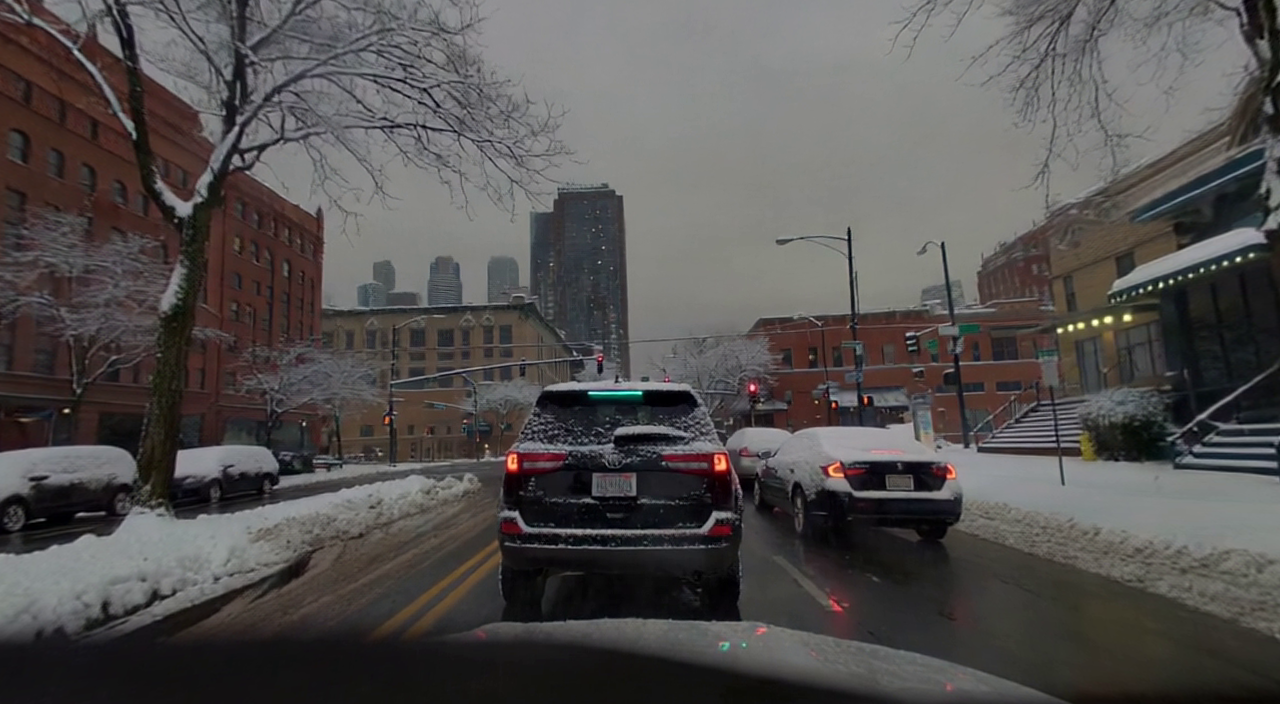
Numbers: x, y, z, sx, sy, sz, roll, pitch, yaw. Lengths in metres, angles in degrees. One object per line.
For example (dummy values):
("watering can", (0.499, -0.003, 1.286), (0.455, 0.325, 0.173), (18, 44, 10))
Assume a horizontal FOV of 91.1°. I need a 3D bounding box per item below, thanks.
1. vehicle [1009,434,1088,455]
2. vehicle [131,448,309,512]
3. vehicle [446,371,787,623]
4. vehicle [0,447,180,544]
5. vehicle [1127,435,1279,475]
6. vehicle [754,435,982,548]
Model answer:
("vehicle", (31.305, 7.098, 48.149), (5.224, 1.515, 2.164), (3, -9, -18))
("vehicle", (-12.460, 3.786, 19.134), (2.207, 1.648, 4.675), (0, -8, -1))
("vehicle", (-0.163, 1.361, 6.773), (2.453, 1.816, 4.300), (0, -8, 0))
("vehicle", (-12.533, 2.915, 13.468), (1.891, 1.723, 4.360), (0, -8, 1))
("vehicle", (22.176, 4.049, 24.956), (4.055, 1.469, 1.848), (-4, -9, 26))
("vehicle", (3.289, 2.086, 10.099), (2.056, 1.422, 4.130), (0, -8, -1))
